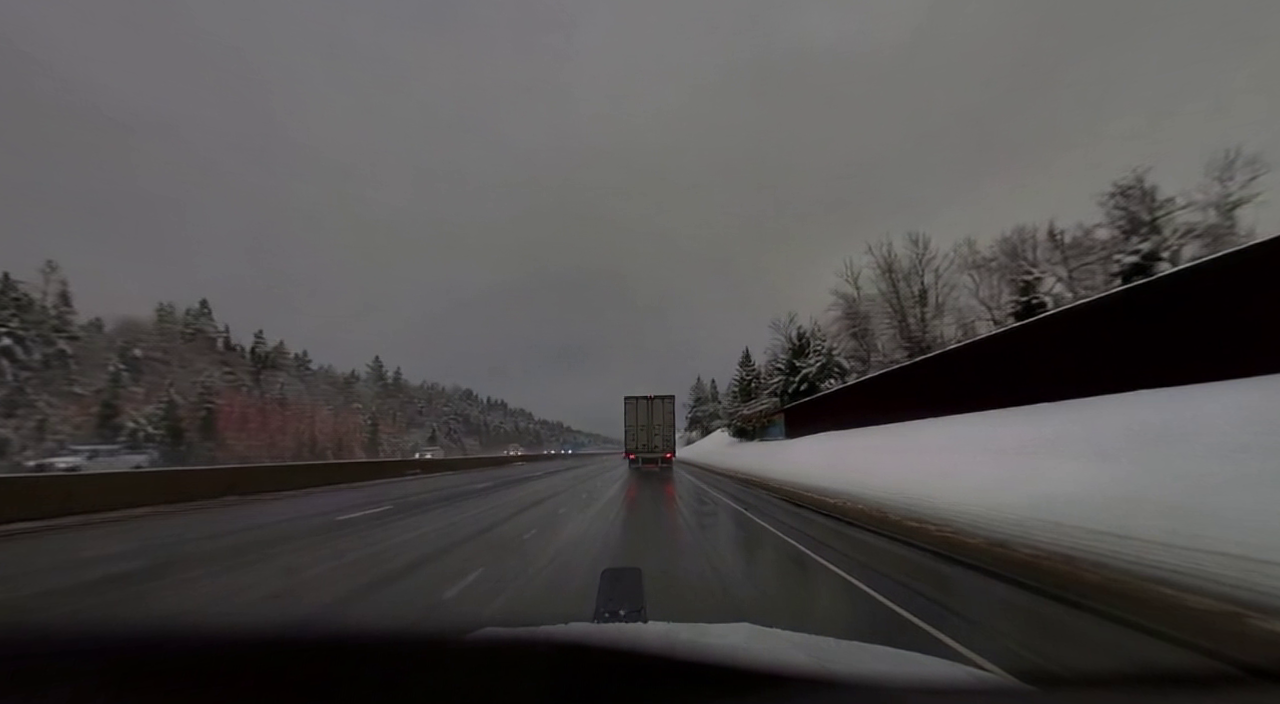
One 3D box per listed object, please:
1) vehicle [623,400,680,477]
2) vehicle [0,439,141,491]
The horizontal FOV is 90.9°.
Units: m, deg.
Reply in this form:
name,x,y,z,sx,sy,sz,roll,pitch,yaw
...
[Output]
name,x,y,z,sx,sy,sz,roll,pitch,yaw
vehicle,0.613,5.419,38.838,2.997,4.069,10.871,0,-9,0
vehicle,-24.614,4.799,27.155,2.147,2.006,4.767,0,-9,1
